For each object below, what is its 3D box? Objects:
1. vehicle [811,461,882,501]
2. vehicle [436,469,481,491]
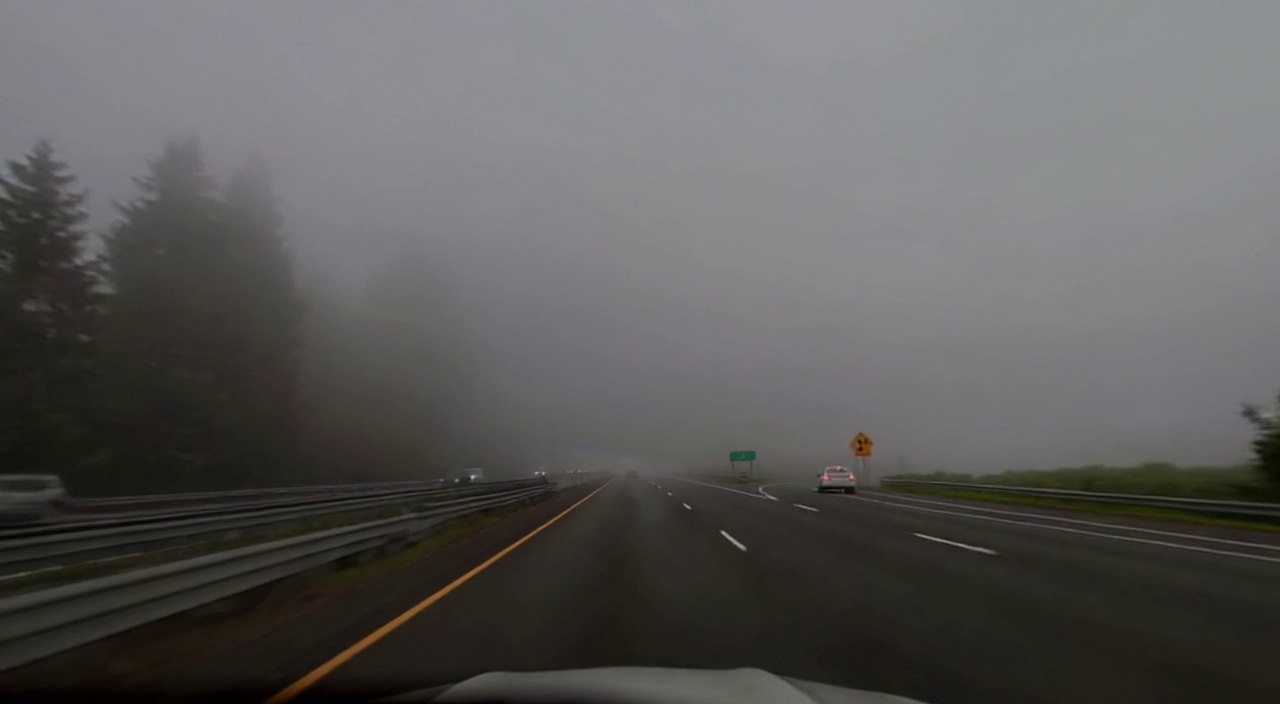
[{"bbox_3d":[9.066,5.707,28.089,1.951,1.566,4.616,0,-10,5],"label":"vehicle"},{"bbox_3d":[-13.198,9.340,46.182,1.956,1.478,4.565,1,-10,0],"label":"vehicle"}]
